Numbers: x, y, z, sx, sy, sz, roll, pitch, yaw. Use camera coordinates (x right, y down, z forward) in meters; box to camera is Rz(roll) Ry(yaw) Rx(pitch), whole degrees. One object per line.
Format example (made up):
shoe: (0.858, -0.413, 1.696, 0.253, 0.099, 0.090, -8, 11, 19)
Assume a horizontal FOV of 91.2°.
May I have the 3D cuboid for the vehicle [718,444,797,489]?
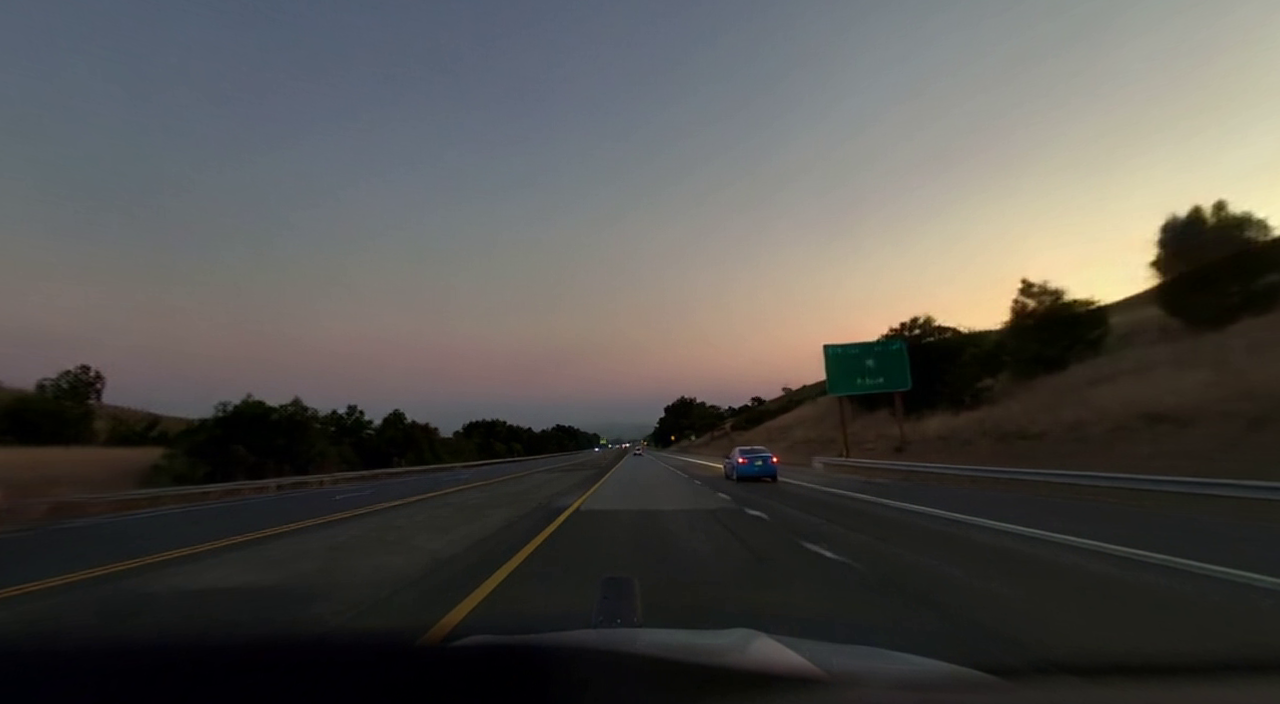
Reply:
vehicle: (4.144, 4.103, 22.815, 1.981, 1.440, 4.125, 0, -9, -1)
